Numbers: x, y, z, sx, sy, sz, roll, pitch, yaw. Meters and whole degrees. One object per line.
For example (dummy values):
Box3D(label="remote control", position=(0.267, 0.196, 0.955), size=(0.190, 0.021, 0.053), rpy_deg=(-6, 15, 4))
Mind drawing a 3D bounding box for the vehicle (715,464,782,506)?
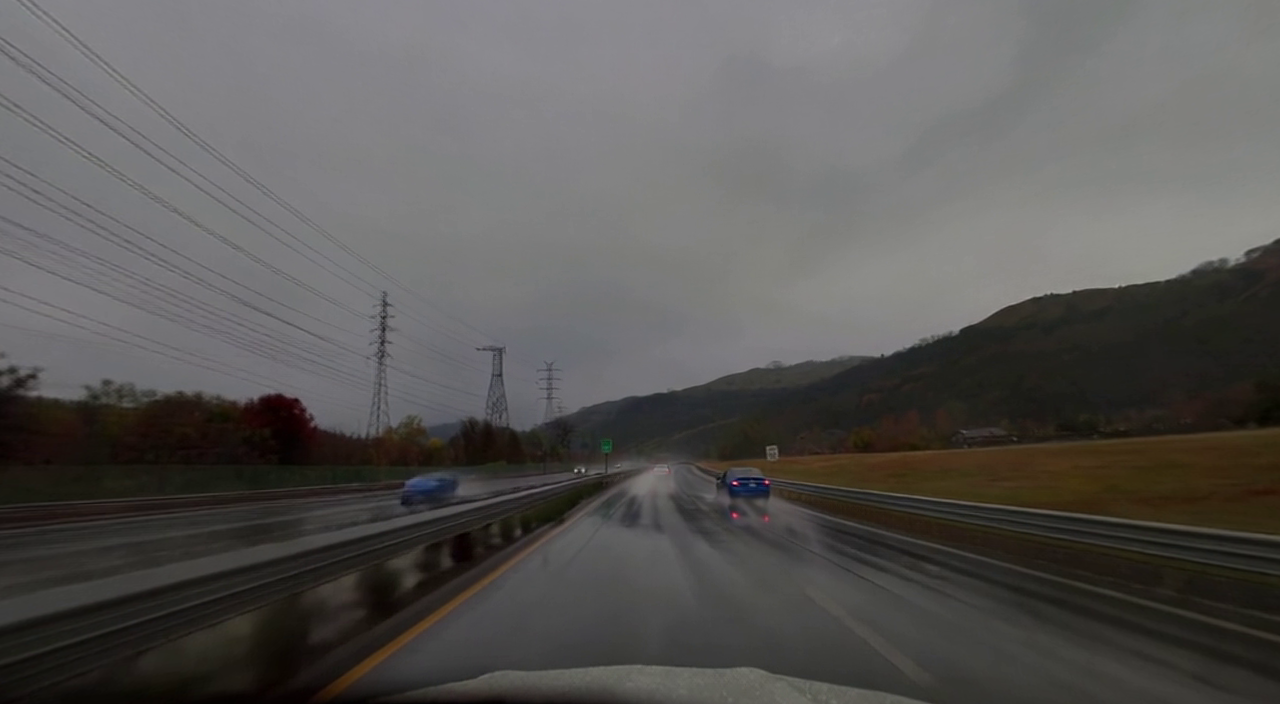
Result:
Box3D(label="vehicle", position=(4.311, 5.366, 25.680), size=(1.985, 1.521, 3.904), rpy_deg=(1, -10, -1))

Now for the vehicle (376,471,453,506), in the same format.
Box3D(label="vehicle", position=(-10.218, 6.210, 28.817), size=(1.889, 1.401, 4.199), rpy_deg=(1, -10, 1))
